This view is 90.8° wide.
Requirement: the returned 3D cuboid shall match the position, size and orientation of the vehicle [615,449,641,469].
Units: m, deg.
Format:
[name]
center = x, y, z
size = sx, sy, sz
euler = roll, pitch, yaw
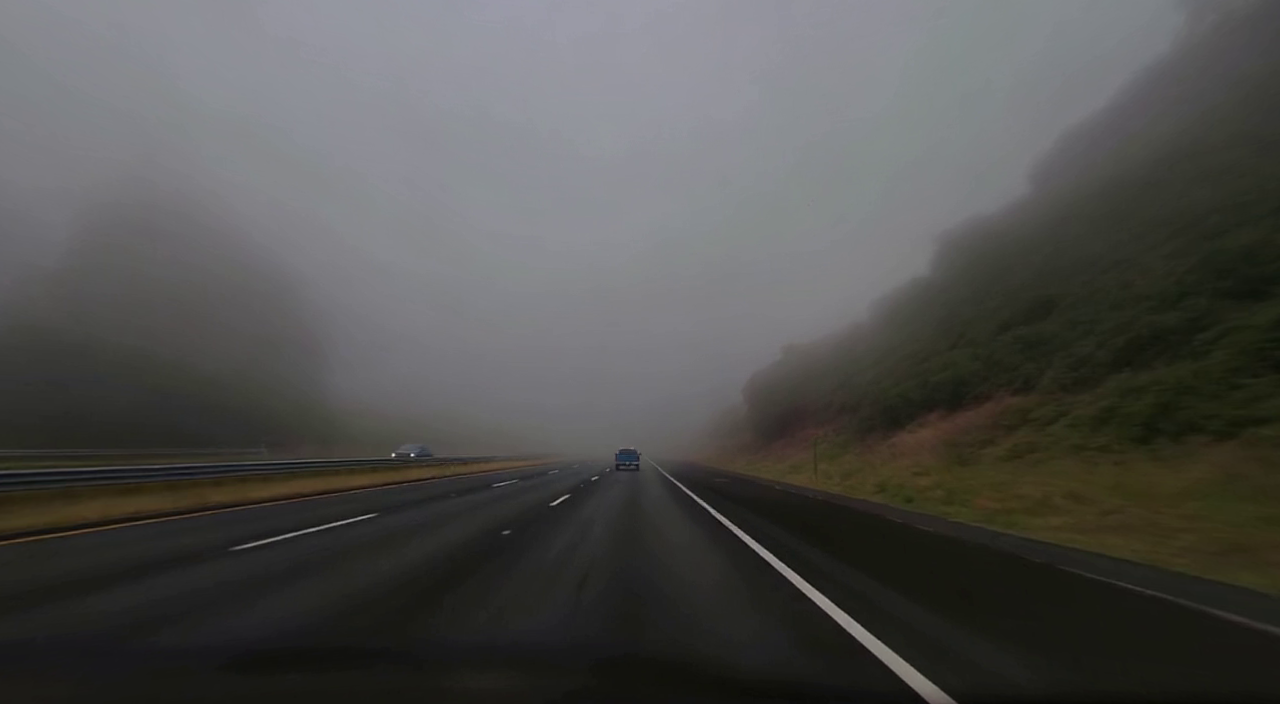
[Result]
[vehicle]
center = -0.908, 8.325, 49.202
size = 1.891, 1.456, 3.806
euler = 0, -9, 0
